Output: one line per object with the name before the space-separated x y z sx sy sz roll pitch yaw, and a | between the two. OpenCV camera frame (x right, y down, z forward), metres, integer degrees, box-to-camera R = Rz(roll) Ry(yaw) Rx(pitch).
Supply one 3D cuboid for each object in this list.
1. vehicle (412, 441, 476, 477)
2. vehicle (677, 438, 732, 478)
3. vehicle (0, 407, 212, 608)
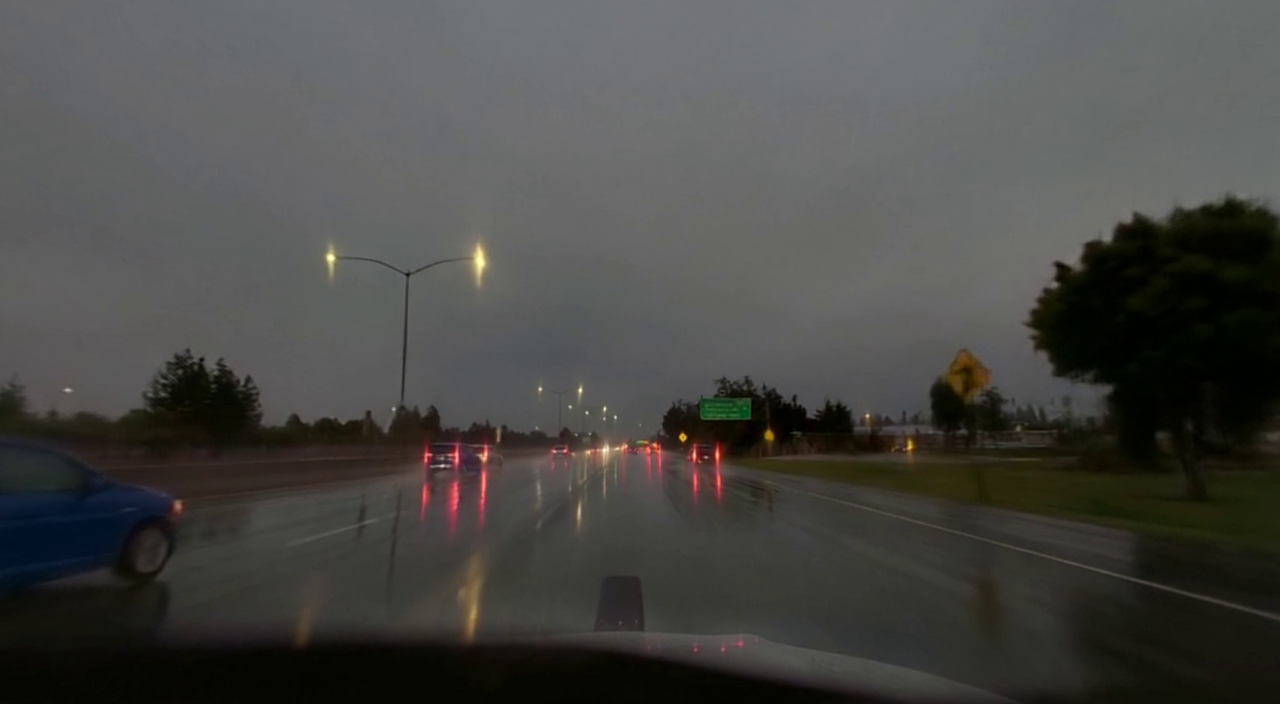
vehicle | -11.109 6.083 36.036 2.137 1.873 4.687 0 -9 0
vehicle | 3.170 5.351 32.065 2.184 1.892 4.763 0 -9 -2
vehicle | -7.080 1.419 5.767 2.524 1.806 5.325 0 -9 0
